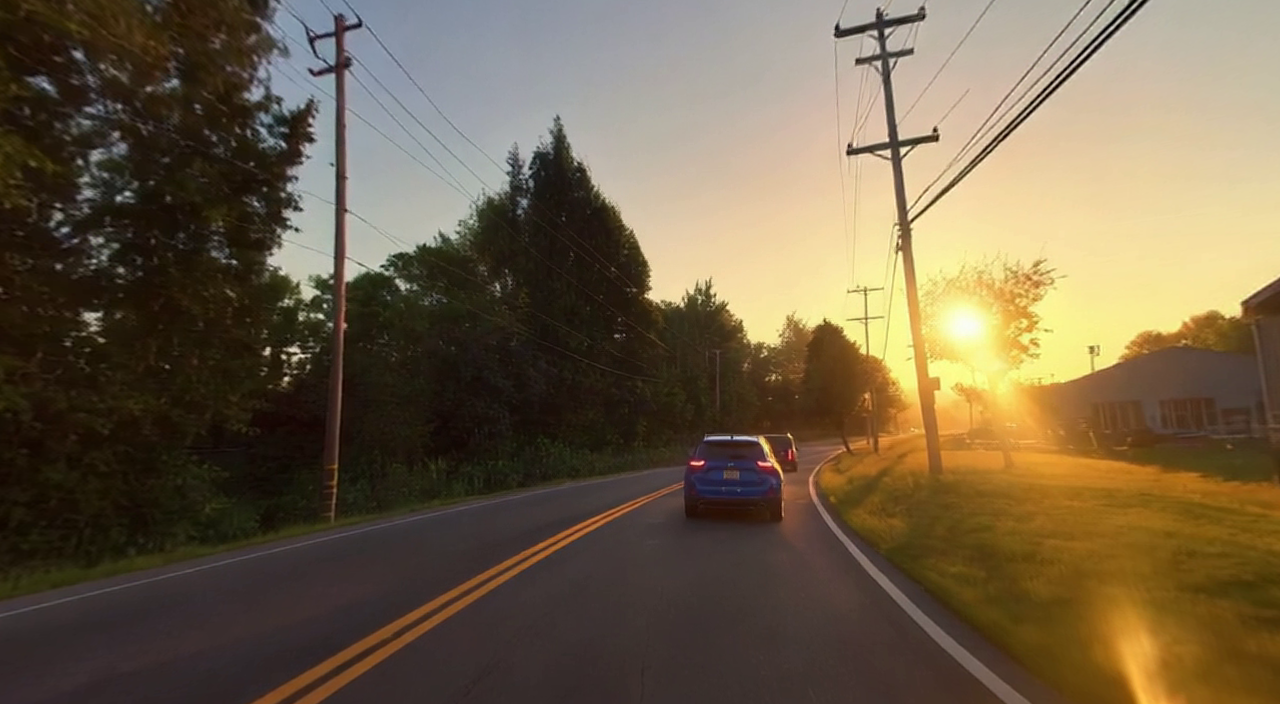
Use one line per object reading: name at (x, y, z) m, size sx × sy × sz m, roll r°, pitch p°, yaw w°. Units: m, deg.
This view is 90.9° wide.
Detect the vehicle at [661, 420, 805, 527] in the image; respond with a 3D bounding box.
vehicle at (1.807, 2.150, 11.715) m, size 2.157 × 1.565 × 4.243 m, roll -2°, pitch -9°, yaw 11°
